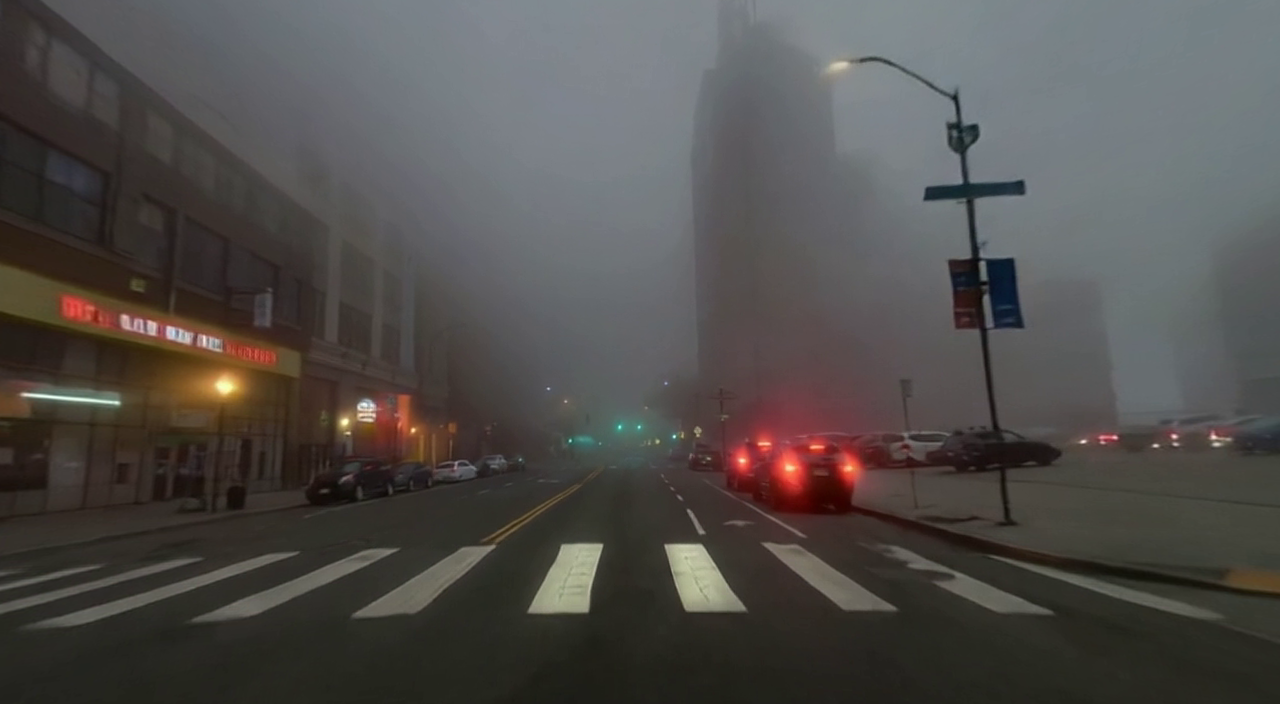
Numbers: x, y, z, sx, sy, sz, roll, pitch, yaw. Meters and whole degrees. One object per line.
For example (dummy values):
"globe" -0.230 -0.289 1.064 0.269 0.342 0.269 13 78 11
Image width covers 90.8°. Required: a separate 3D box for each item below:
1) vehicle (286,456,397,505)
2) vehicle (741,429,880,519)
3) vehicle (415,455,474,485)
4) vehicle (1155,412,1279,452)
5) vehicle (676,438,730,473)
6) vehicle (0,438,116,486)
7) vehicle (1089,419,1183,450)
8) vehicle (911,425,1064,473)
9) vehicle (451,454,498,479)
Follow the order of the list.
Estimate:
"vehicle" -10.918 4.695 23.536 2.018 1.553 4.407 0 -8 -1
"vehicle" 3.848 2.837 15.352 2.118 1.779 5.121 -1 -8 2
"vehicle" -10.865 6.581 35.472 1.861 1.473 4.633 0 -8 -1
"vehicle" 27.214 3.750 29.394 4.579 1.735 2.092 0 -9 0
"vehicle" 3.624 6.097 37.541 2.492 1.909 5.830 0 -8 -1
"vehicle" -22.440 4.120 23.977 1.778 1.639 4.019 0 -8 -3
"vehicle" 27.048 4.473 34.489 3.666 1.448 1.639 -3 -5 1
"vehicle" 13.568 3.822 24.951 4.732 1.746 2.141 -1 -8 3
"vehicle" -10.782 7.476 41.488 1.803 1.489 4.404 0 -8 1
